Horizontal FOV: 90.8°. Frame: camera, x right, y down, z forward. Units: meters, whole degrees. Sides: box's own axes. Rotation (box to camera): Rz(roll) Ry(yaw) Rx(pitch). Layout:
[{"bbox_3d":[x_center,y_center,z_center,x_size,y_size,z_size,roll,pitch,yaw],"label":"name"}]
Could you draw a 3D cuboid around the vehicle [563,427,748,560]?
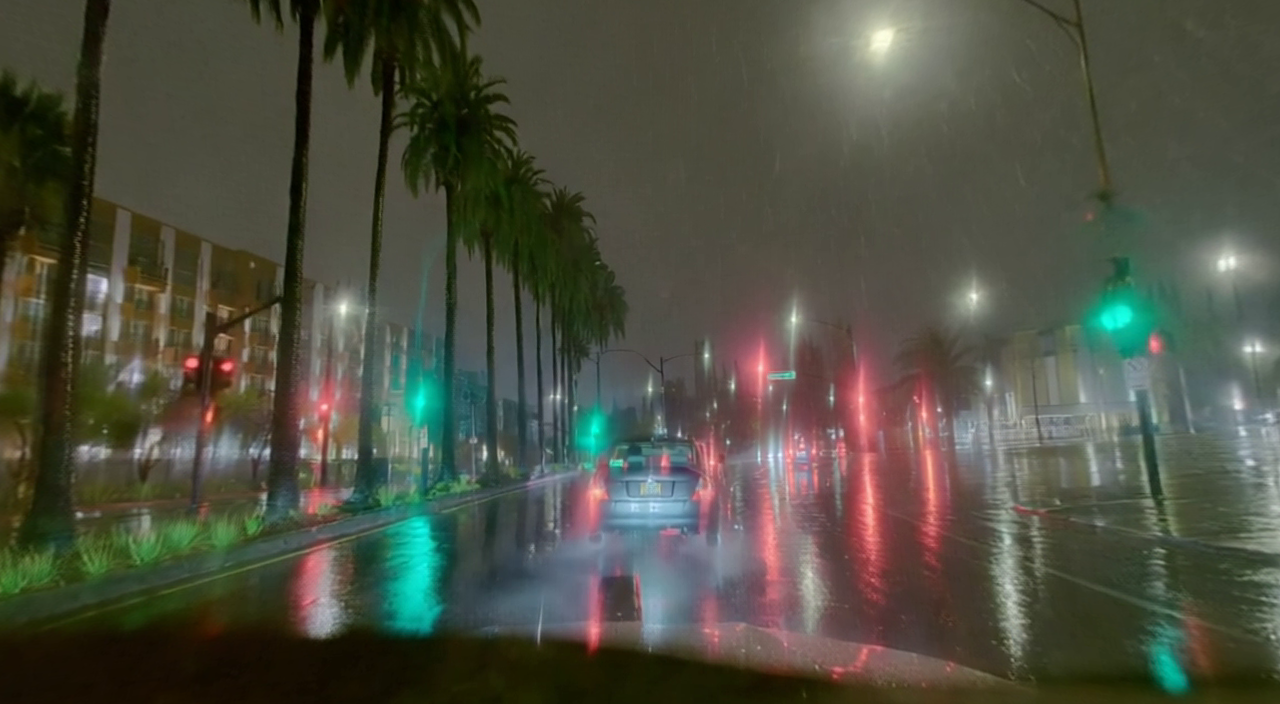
[{"bbox_3d":[0.225,1.914,9.261,2.096,1.492,4.071,0,-9,2],"label":"vehicle"}]
